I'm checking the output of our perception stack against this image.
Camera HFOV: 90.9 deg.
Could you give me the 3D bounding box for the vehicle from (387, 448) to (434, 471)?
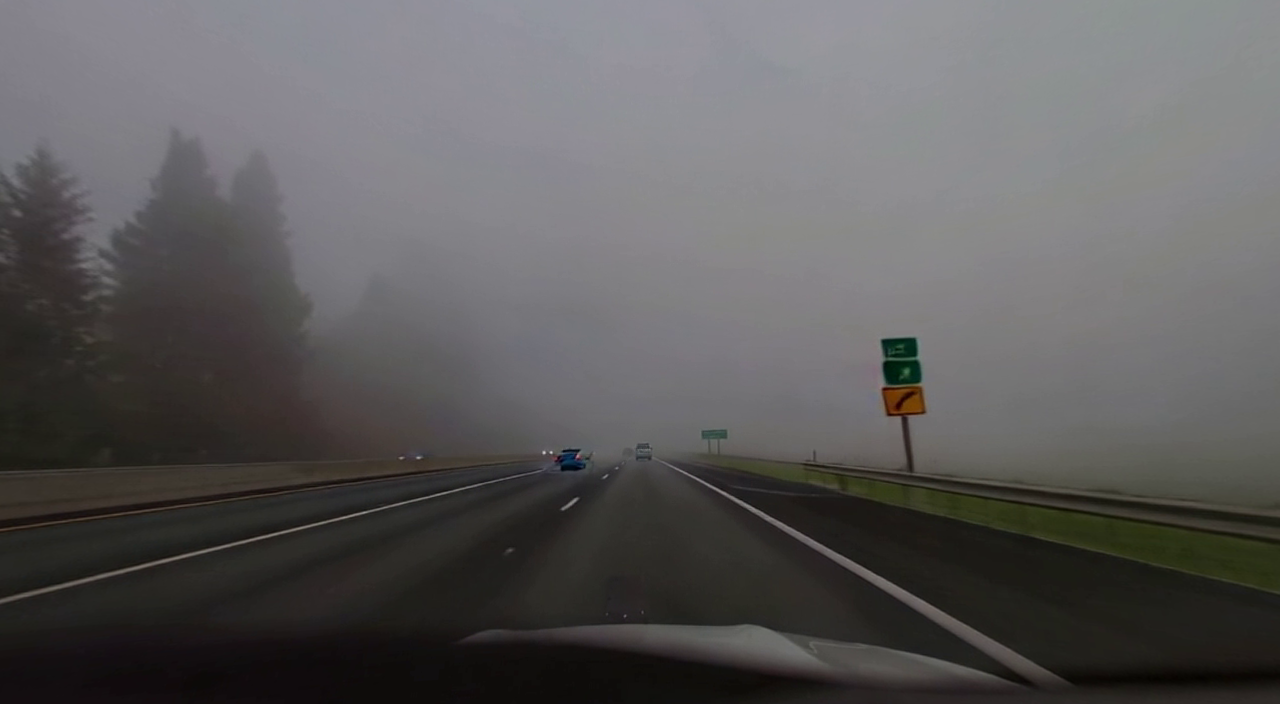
[{"bbox_3d":[-15.269,7.149,42.071,1.728,1.452,3.600,0,-9,2],"label":"vehicle"}]
